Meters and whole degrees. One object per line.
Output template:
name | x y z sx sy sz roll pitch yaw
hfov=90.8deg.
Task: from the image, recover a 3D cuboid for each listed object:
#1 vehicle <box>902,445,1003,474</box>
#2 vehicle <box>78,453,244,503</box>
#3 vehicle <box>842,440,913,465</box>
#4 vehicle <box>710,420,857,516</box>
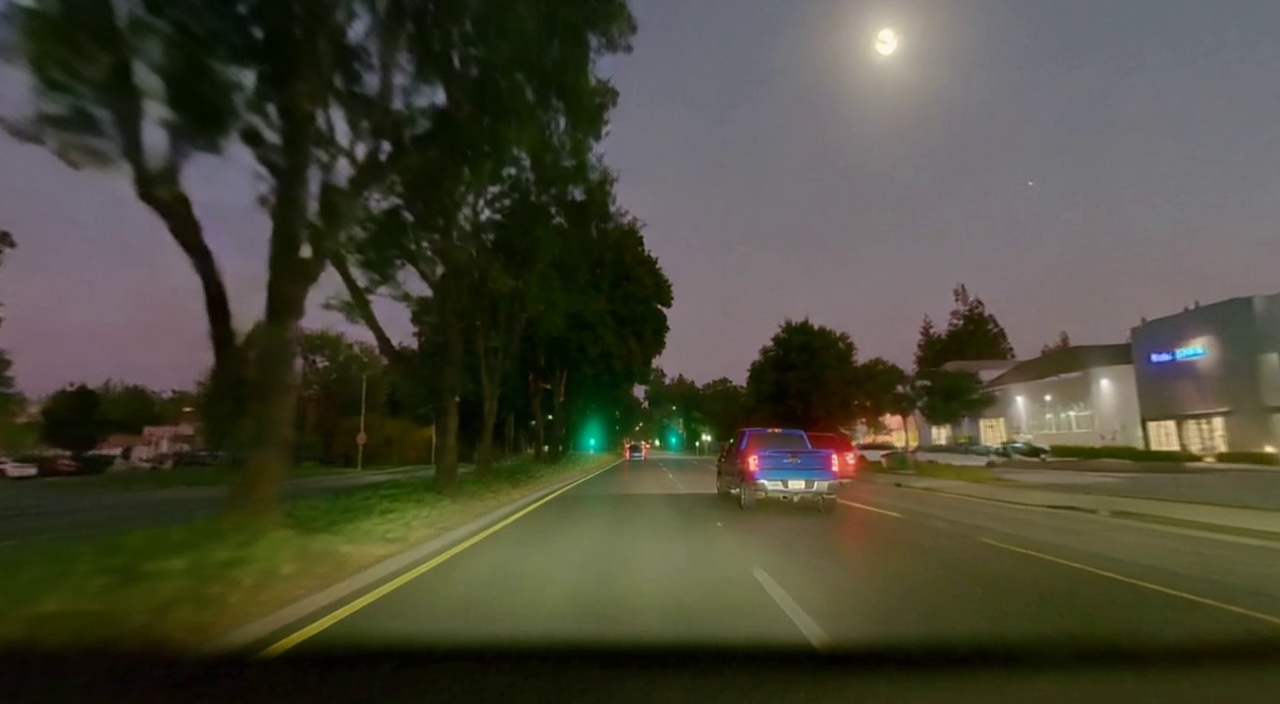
vehicle | 16.932 5.809 34.432 4.721 1.462 2.028 -4 -9 25
vehicle | -19.062 4.989 25.264 5.074 1.804 2.283 -1 -8 10
vehicle | 17.528 7.367 46.651 4.747 1.761 2.043 -3 -9 22
vehicle | 3.070 2.620 14.871 2.138 1.836 5.245 0 -8 -1
